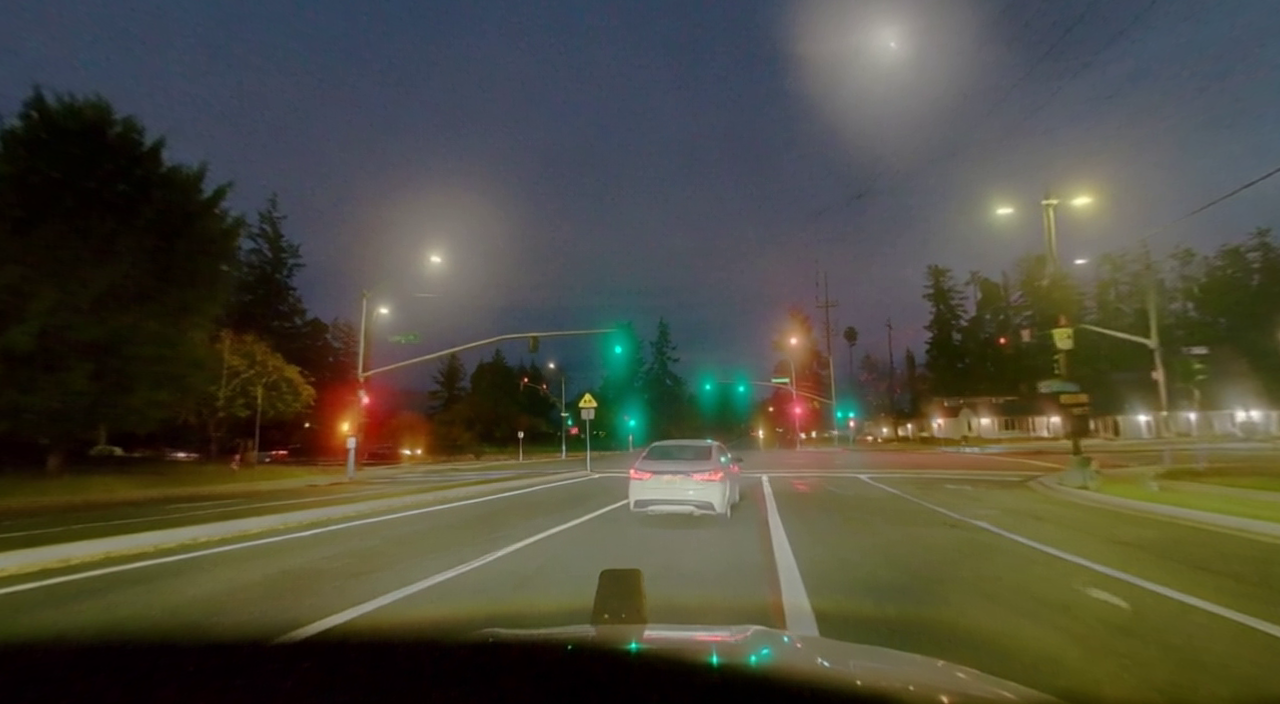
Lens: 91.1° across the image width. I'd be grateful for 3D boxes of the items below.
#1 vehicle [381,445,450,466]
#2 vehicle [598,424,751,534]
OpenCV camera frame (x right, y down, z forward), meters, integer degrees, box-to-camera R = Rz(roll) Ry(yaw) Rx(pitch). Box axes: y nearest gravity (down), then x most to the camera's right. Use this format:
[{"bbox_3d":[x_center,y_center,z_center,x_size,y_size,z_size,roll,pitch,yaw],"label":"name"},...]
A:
[{"bbox_3d":[-16.866,7.743,47.097,4.735,1.472,1.932,-4,-9,23],"label":"vehicle"},{"bbox_3d":[0.898,2.227,11.684,2.139,1.564,4.901,-1,-9,11],"label":"vehicle"}]
